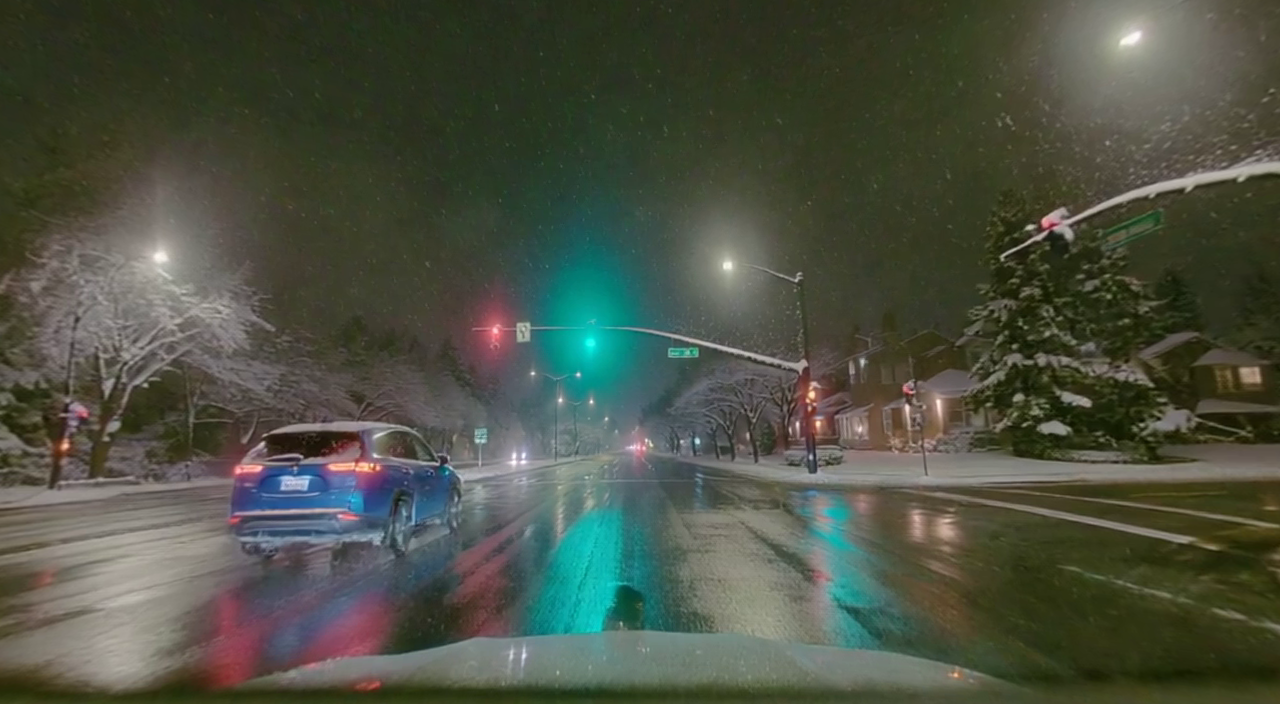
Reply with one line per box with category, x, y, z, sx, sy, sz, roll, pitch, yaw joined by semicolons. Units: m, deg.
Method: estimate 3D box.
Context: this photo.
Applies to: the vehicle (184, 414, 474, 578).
vehicle;-3.900;1.855;8.970;1.993;1.733;4.262;0;-8;-1
